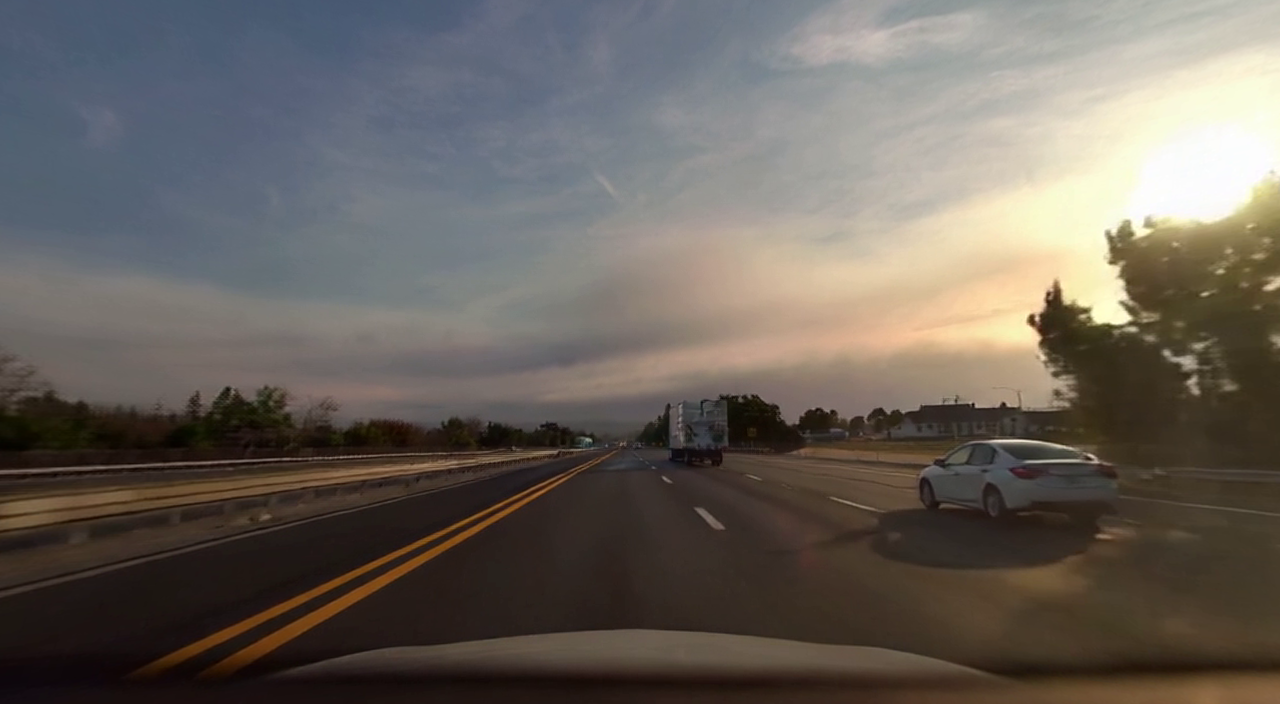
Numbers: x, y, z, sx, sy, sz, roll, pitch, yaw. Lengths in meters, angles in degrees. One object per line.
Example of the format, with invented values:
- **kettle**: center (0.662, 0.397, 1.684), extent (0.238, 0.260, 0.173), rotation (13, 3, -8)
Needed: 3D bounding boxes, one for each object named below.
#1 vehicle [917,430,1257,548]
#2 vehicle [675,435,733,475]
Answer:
- **vehicle**: center (6.870, 2.126, 10.664), extent (2.046, 1.509, 4.929), rotation (0, -8, -1)
- **vehicle**: center (2.992, 4.935, 30.586), extent (2.141, 1.785, 4.778), rotation (0, -8, -2)
